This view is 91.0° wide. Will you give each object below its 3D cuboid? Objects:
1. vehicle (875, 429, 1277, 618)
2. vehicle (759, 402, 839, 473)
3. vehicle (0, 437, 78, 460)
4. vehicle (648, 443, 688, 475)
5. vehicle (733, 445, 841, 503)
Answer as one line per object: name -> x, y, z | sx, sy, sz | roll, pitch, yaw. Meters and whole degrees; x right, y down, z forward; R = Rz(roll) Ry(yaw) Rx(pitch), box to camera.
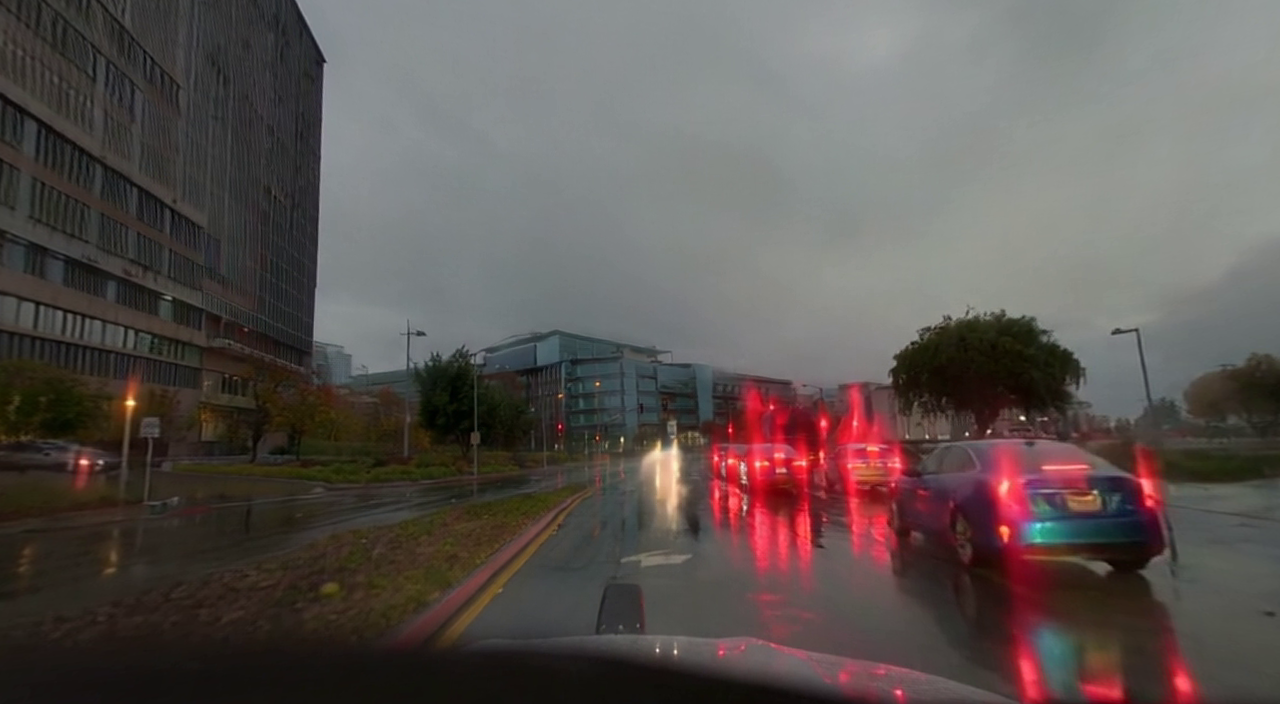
vehicle -> 4.749, 1.876, 8.084 | 2.089, 1.609, 4.922 | -1, -9, 7
vehicle -> 9.448, 5.441, 39.264 | 3.128, 3.616, 13.736 | -1, -9, 7
vehicle -> -45.090, 7.165, 46.789 | 4.600, 1.700, 1.957 | 1, -9, -4
vehicle -> 1.687, 6.158, 36.454 | 2.121, 1.728, 4.161 | -1, -9, 5
vehicle -> 4.273, 3.607, 19.054 | 2.183, 1.553, 3.923 | 0, -9, -2
